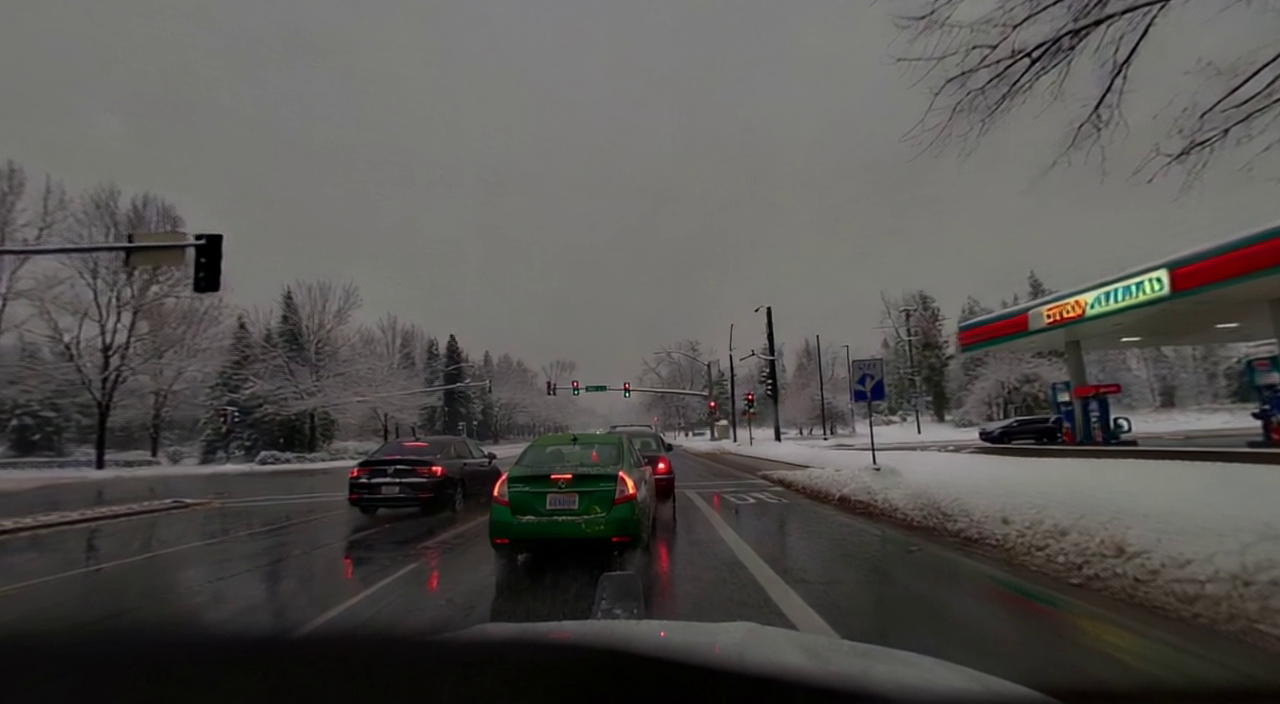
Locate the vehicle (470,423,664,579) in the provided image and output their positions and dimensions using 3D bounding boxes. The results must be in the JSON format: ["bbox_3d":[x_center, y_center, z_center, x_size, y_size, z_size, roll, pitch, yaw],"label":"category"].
[{"bbox_3d":[-0.644,1.795,8.506,1.916,1.510,4.447,0,-8,2],"label":"vehicle"}]

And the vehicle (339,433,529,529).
[{"bbox_3d":[-3.707,2.402,12.476,1.995,1.506,4.773,0,-8,2],"label":"vehicle"}]

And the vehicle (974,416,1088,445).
[{"bbox_3d":[21.346,4.314,34.614,4.874,1.502,2.048,0,-8,0],"label":"vehicle"}]
